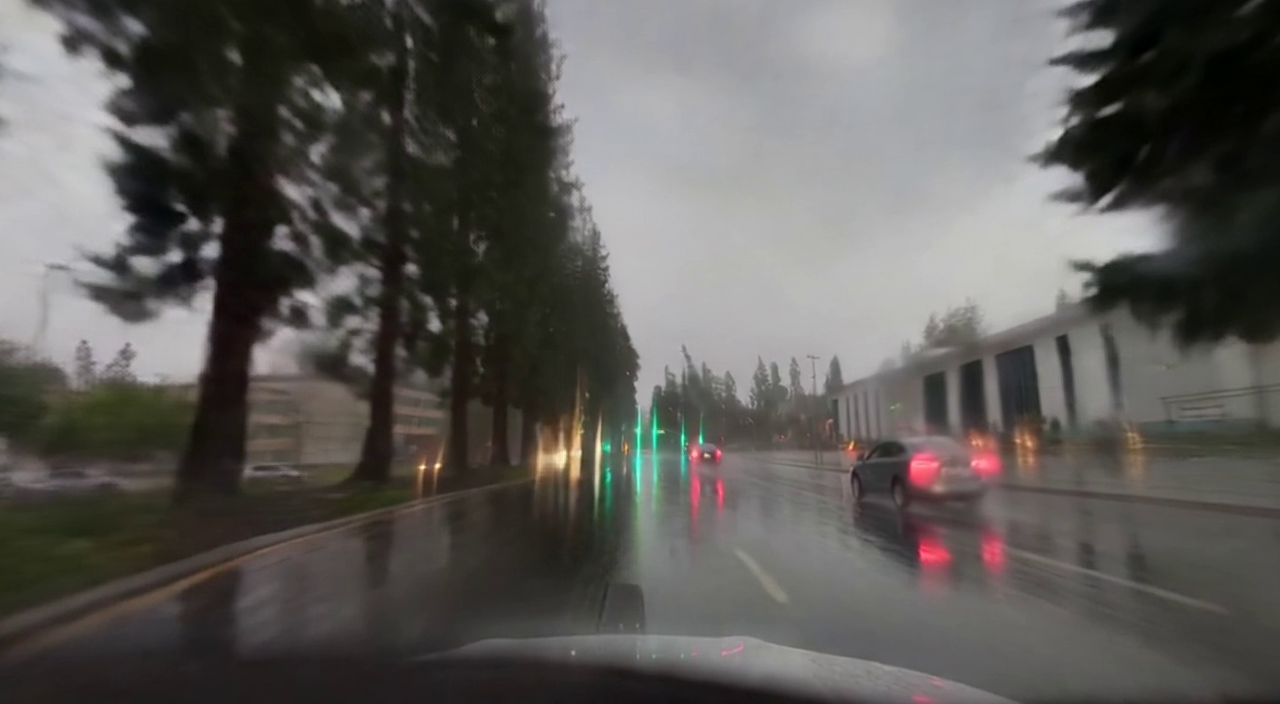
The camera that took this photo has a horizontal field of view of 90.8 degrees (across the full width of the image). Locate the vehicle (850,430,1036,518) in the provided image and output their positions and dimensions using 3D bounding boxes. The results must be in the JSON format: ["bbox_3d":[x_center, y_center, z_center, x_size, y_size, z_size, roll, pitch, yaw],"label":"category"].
[{"bbox_3d":[6.453,2.642,14.119,2.000,1.618,4.238,-1,-9,0],"label":"vehicle"}]

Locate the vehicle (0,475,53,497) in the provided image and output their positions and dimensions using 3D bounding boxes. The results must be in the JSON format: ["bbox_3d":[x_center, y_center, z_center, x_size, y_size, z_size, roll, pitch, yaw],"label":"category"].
[{"bbox_3d":[-48.331,10.323,48.870,1.754,1.437,4.117,-1,-9,0],"label":"vehicle"}]

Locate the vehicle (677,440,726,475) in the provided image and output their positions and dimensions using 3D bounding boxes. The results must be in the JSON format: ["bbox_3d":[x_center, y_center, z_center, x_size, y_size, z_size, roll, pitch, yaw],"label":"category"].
[{"bbox_3d":[3.257,5.708,34.328,2.095,1.759,4.862,-1,-9,-1],"label":"vehicle"}]
